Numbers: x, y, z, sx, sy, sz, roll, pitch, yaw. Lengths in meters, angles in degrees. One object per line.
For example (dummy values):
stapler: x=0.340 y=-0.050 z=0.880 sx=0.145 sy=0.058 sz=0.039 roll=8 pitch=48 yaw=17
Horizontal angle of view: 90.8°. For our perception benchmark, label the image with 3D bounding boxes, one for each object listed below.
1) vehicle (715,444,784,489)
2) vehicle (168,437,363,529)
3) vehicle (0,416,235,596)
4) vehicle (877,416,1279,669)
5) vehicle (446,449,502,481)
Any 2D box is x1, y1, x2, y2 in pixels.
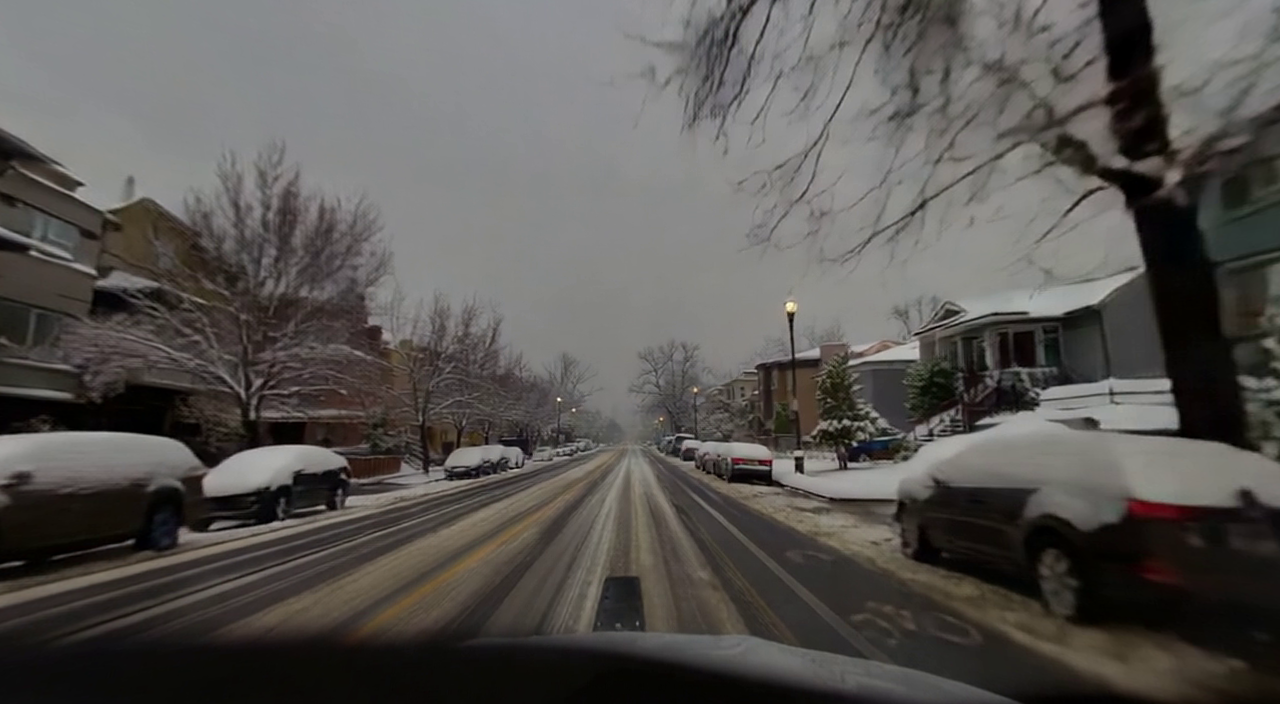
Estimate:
vehicle: x=4.070 y=4.314 z=24.100 sx=1.845 sy=1.556 sz=3.929 roll=0 pitch=-9 yaw=-1
vehicle: x=-8.144 y=2.904 z=14.359 sx=1.932 sy=1.708 sz=4.460 roll=0 pitch=-10 yaw=-4
vehicle: x=-7.844 y=1.847 z=7.963 sx=2.283 sy=1.853 sz=4.903 roll=-1 pitch=-9 yaw=-1
vehicle: x=4.376 y=1.607 z=6.475 sx=2.034 sy=1.674 sz=4.271 roll=1 pitch=-9 yaw=-3
vehicle: x=-8.252 y=5.650 z=31.789 sx=1.852 sy=1.482 sz=3.916 roll=-1 pitch=-9 yaw=-1
